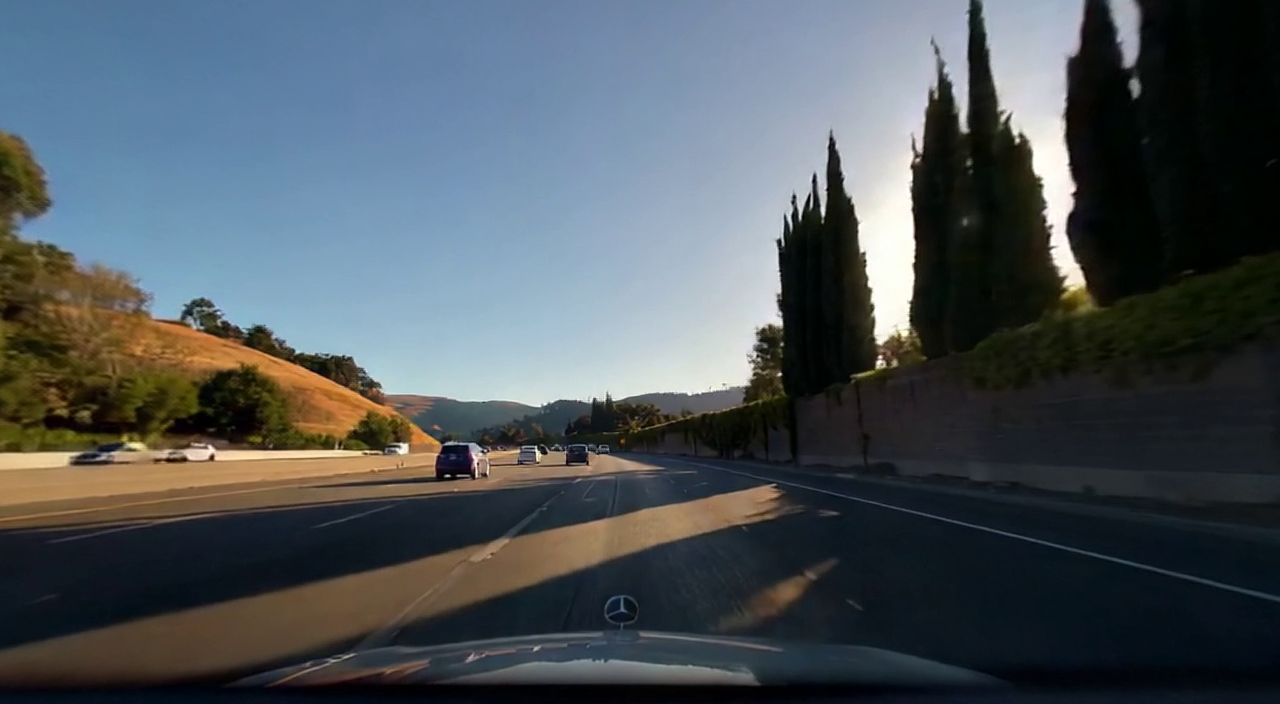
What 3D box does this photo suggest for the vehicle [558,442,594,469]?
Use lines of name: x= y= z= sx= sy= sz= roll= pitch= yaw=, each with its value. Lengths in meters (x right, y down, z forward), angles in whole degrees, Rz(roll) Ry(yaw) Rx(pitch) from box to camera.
vehicle: x=-4.261 y=6.953 z=42.661 sx=2.115 sy=1.713 sz=4.263 roll=0 pitch=-9 yaw=-2

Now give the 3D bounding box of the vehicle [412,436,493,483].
vehicle: x=-7.807 y=4.536 z=26.851 sx=2.074 sy=1.768 sz=4.805 roll=0 pitch=-9 yaw=-1

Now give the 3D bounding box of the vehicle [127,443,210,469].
vehicle: x=-32.419 y=7.161 z=43.658 sx=2.061 sy=1.625 sz=4.873 roll=0 pitch=-9 yaw=-1

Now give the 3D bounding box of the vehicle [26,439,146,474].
vehicle: x=-27.565 y=5.217 z=31.682 sx=1.911 sy=1.576 sz=4.545 roll=0 pitch=-9 yaw=-1
